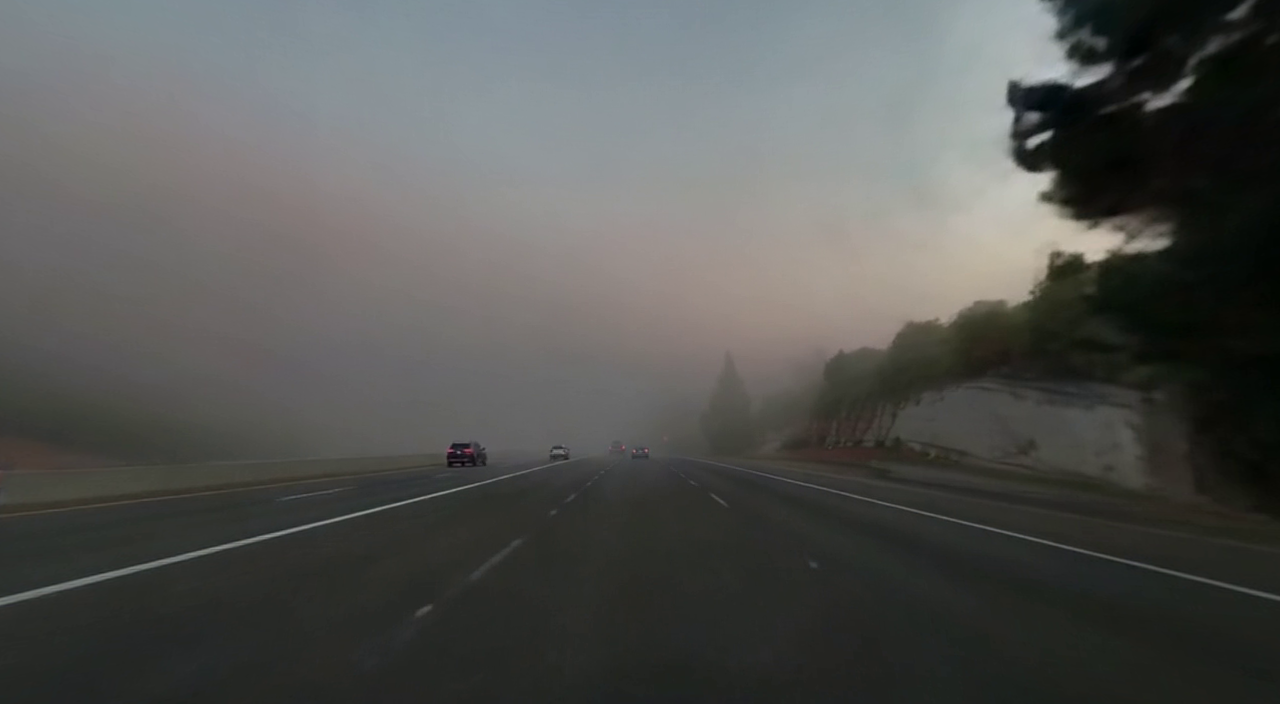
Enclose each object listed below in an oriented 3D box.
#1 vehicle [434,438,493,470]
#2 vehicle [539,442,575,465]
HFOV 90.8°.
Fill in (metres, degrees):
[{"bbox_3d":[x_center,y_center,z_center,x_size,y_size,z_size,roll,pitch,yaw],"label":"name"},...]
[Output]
[{"bbox_3d":[-10.621,6.152,38.388,2.195,1.795,4.659,0,-9,1],"label":"vehicle"},{"bbox_3d":[-6.232,7.683,47.950,2.080,1.694,4.279,0,-9,2],"label":"vehicle"}]
